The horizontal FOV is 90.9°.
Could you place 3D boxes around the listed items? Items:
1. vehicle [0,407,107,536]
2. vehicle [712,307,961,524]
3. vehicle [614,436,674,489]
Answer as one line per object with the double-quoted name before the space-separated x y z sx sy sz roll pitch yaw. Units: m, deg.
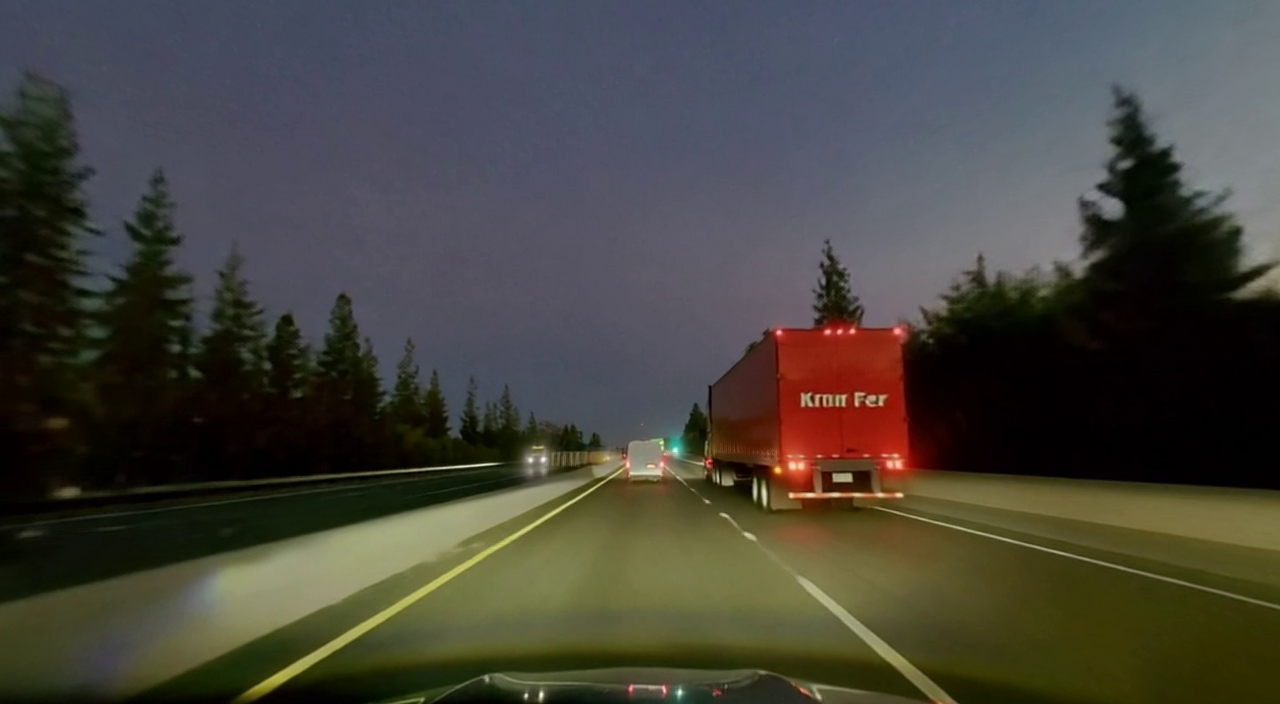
"vehicle" -13.428 2.263 11.575 2.227 2.465 5.698 -3 -9 1
"vehicle" 4.269 2.097 17.864 3.030 3.985 12.707 0 -9 0
"vehicle" 0.169 4.272 24.554 2.105 1.865 4.102 0 -9 1
